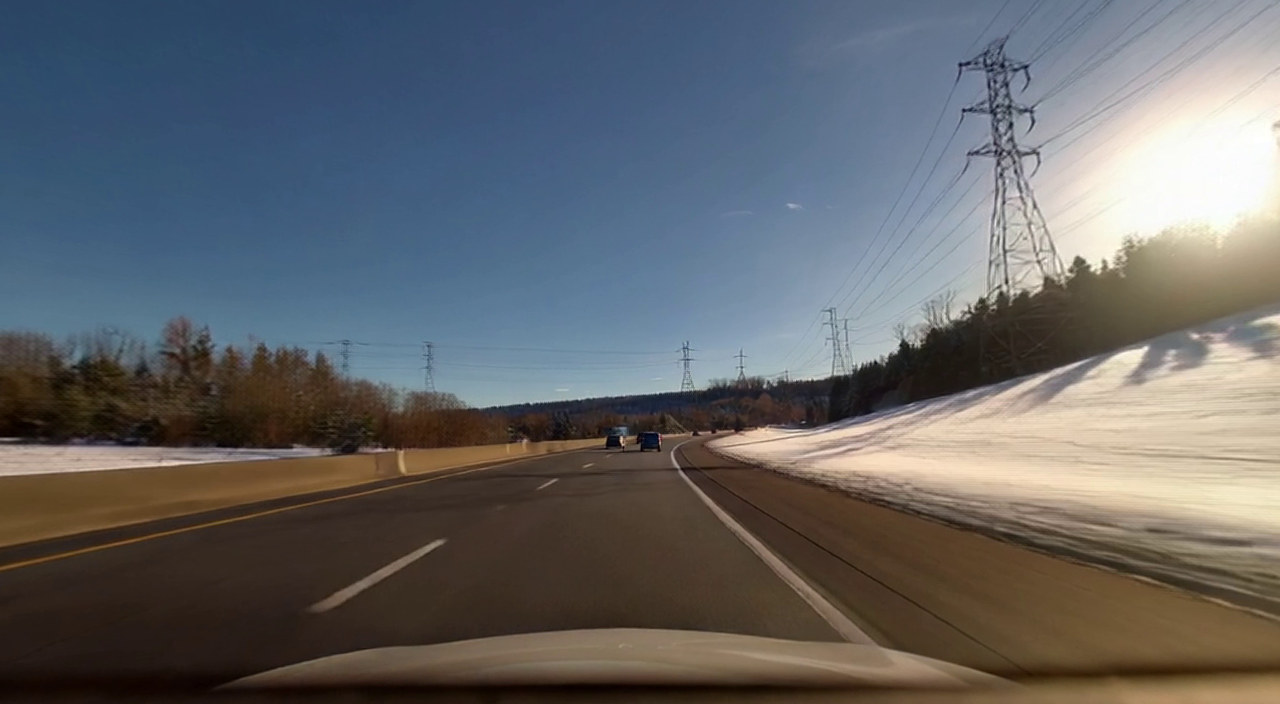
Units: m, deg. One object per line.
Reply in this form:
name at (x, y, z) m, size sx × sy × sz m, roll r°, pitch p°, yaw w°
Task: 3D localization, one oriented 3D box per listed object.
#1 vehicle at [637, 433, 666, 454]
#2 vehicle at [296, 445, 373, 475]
vehicle at (0.905, 6.935, 47.738) m, size 2.077 × 1.523 × 4.206 m, roll 0°, pitch -8°, yaw 2°
vehicle at (-16.838, 5.934, 34.897) m, size 1.861 × 1.506 × 4.440 m, roll 0°, pitch -8°, yaw 2°
